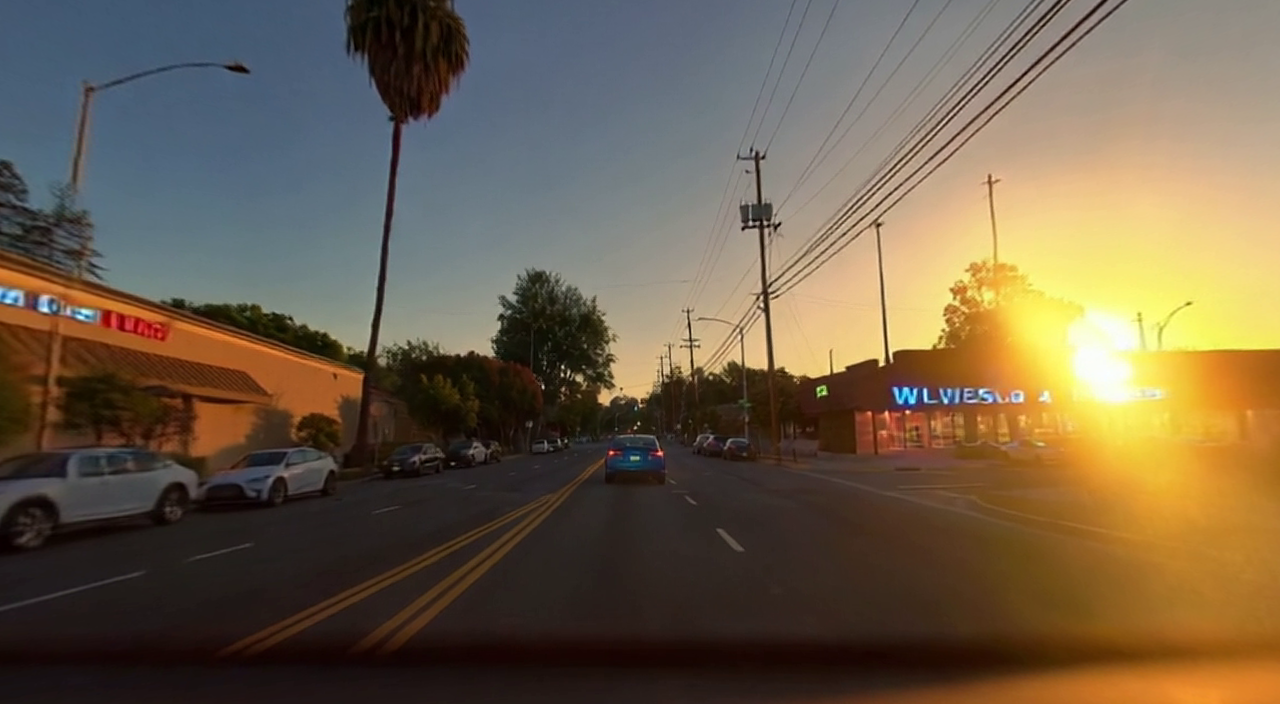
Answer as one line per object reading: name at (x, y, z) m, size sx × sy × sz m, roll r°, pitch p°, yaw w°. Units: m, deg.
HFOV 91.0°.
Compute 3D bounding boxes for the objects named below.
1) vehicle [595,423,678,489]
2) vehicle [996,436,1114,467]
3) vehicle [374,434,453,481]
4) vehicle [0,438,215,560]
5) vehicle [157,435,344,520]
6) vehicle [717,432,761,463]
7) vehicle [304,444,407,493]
vehicle at (-0.167, 3.174, 19.504) m, size 2.264 × 1.798 × 4.563 m, roll 0°, pitch -8°, yaw -2°
vehicle at (20.748, 4.984, 31.602) m, size 4.488 × 1.470 × 1.994 m, roll 0°, pitch -9°, yaw -2°
vehicle at (-10.043, 4.706, 28.268) m, size 1.958 × 1.937 × 4.114 m, roll 0°, pitch -8°, yaw 1°
vehicle at (-10.106, 2.396, 11.024) m, size 2.075 × 1.693 × 4.696 m, roll 0°, pitch -8°, yaw -1°
vehicle at (-10.164, 3.236, 17.023) m, size 1.992 × 1.744 × 4.896 m, roll -1°, pitch -6°, yaw -1°
vehicle at (6.039, 5.916, 38.896) m, size 2.005 × 1.775 × 4.324 m, roll 0°, pitch -8°, yaw 0°
vehicle at (-10.075, 4.112, 22.638) m, size 1.812 × 1.578 × 4.037 m, roll 0°, pitch -8°, yaw 0°
